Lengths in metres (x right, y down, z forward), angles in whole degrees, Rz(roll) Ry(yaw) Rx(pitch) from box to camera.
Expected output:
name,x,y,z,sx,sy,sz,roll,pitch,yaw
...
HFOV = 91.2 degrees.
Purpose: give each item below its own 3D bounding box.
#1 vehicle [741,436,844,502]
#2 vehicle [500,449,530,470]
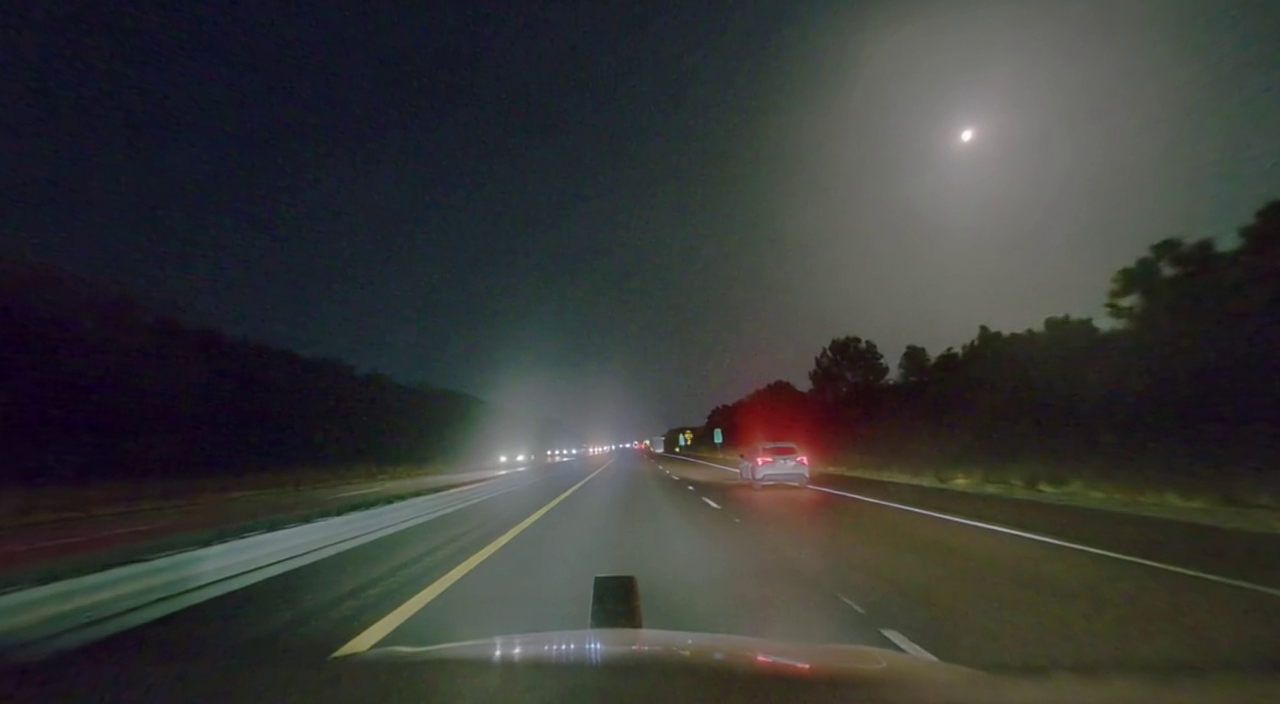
name,x,y,z,sx,sy,sz,roll,pitch,yaw
vehicle,4.033,3.158,17.282,2.001,1.555,4.098,-1,-9,3
vehicle,-9.620,8.300,48.537,1.956,1.583,4.227,1,-9,-8
